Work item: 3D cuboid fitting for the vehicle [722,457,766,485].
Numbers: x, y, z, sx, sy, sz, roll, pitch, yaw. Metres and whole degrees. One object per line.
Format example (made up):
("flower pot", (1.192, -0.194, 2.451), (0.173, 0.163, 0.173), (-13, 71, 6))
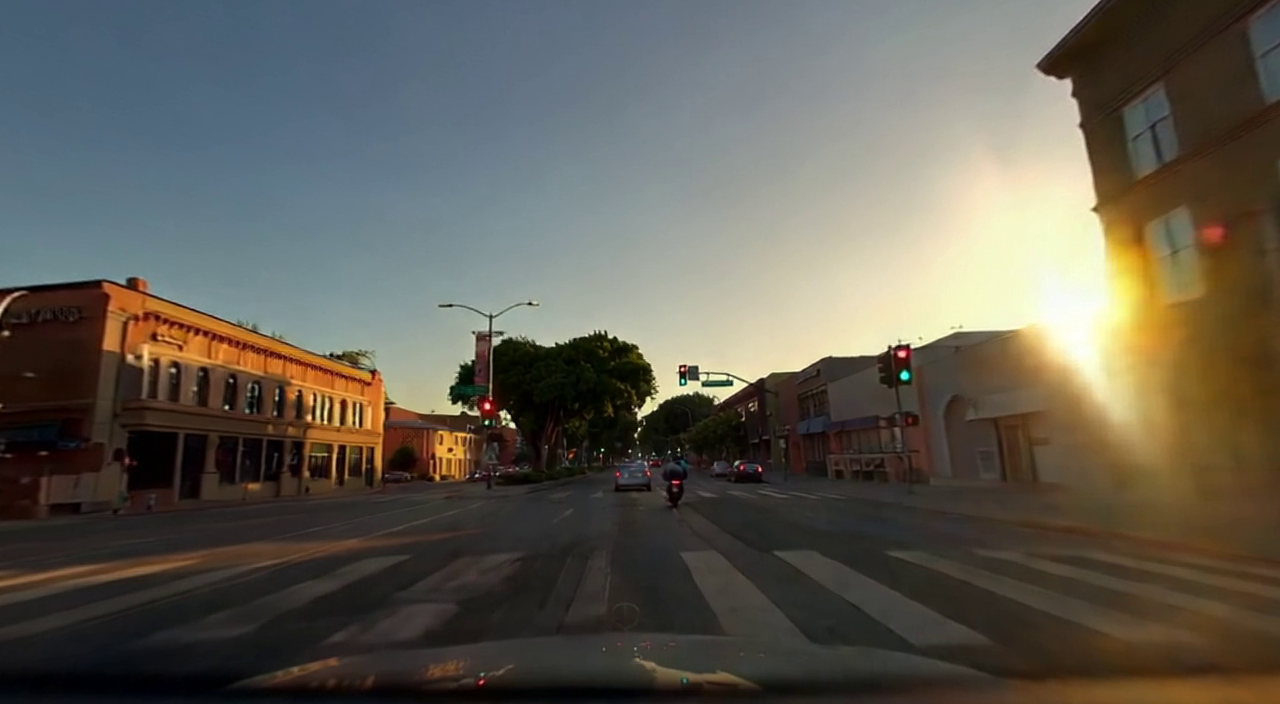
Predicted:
("vehicle", (6.729, 7.691, 41.119), (2.069, 1.590, 4.066), (0, -9, -1))

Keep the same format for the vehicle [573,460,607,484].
("vehicle", (-3.328, 8.045, 42.591), (2.014, 1.470, 4.552), (0, -9, -1))

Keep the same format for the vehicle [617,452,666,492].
("vehicle", (-0.004, 5.797, 30.944), (2.223, 1.775, 4.250), (0, -9, -1))
